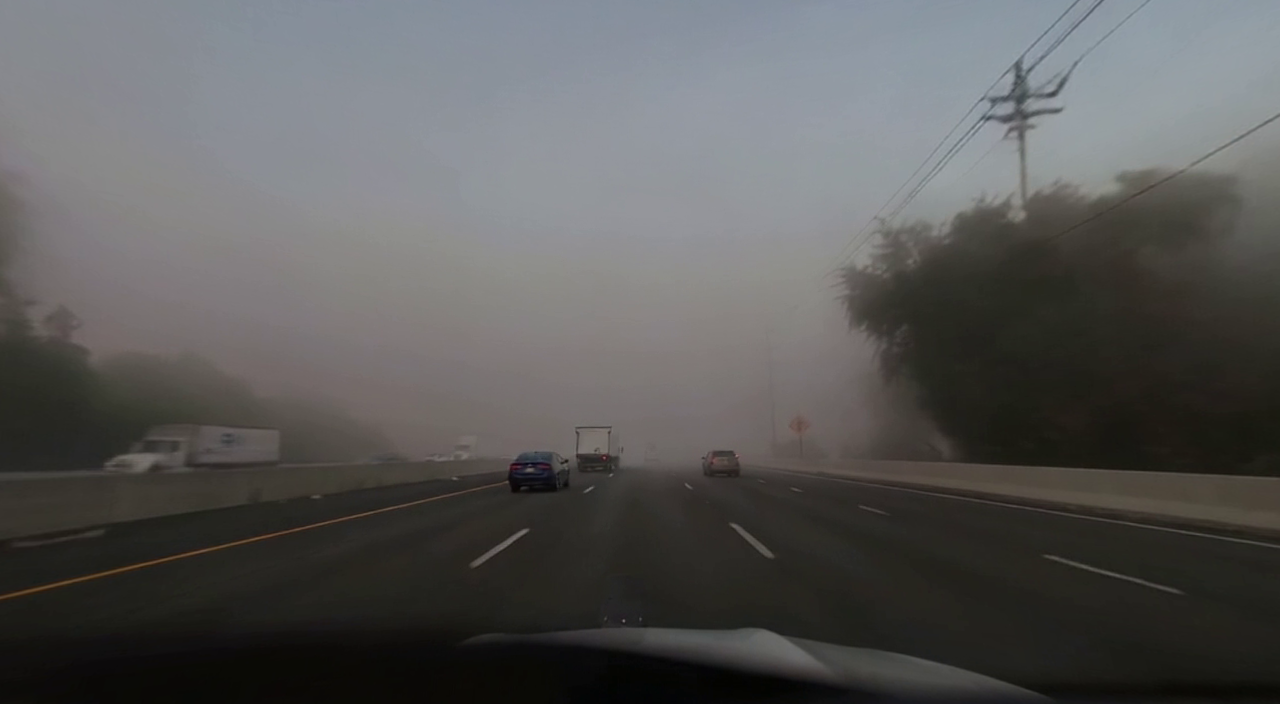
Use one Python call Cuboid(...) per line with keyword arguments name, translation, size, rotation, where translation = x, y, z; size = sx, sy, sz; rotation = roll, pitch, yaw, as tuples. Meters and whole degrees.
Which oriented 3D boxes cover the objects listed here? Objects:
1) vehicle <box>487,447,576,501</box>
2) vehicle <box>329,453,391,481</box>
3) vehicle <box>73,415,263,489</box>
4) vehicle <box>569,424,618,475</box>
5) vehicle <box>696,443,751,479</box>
Cuboid(name="vehicle", translation=(-3.250, 3.741, 19.719), size=(2.004, 1.498, 4.043), rotation=(0, -9, 1))
Cuboid(name="vehicle", translation=(-15.196, 6.247, 34.383), size=(1.696, 1.417, 3.621), rotation=(0, -9, 1))
Cuboid(name="vehicle", translation=(-23.640, 5.150, 32.471), size=(2.705, 3.261, 8.898), rotation=(0, -9, 1))
Cuboid(name="vehicle", translation=(-3.048, 6.622, 42.965), size=(2.632, 3.153, 6.879), rotation=(0, -9, 2))
Cuboid(name="vehicle", translation=(4.427, 5.872, 34.171), size=(2.214, 1.799, 4.627), rotation=(0, -9, -1))
